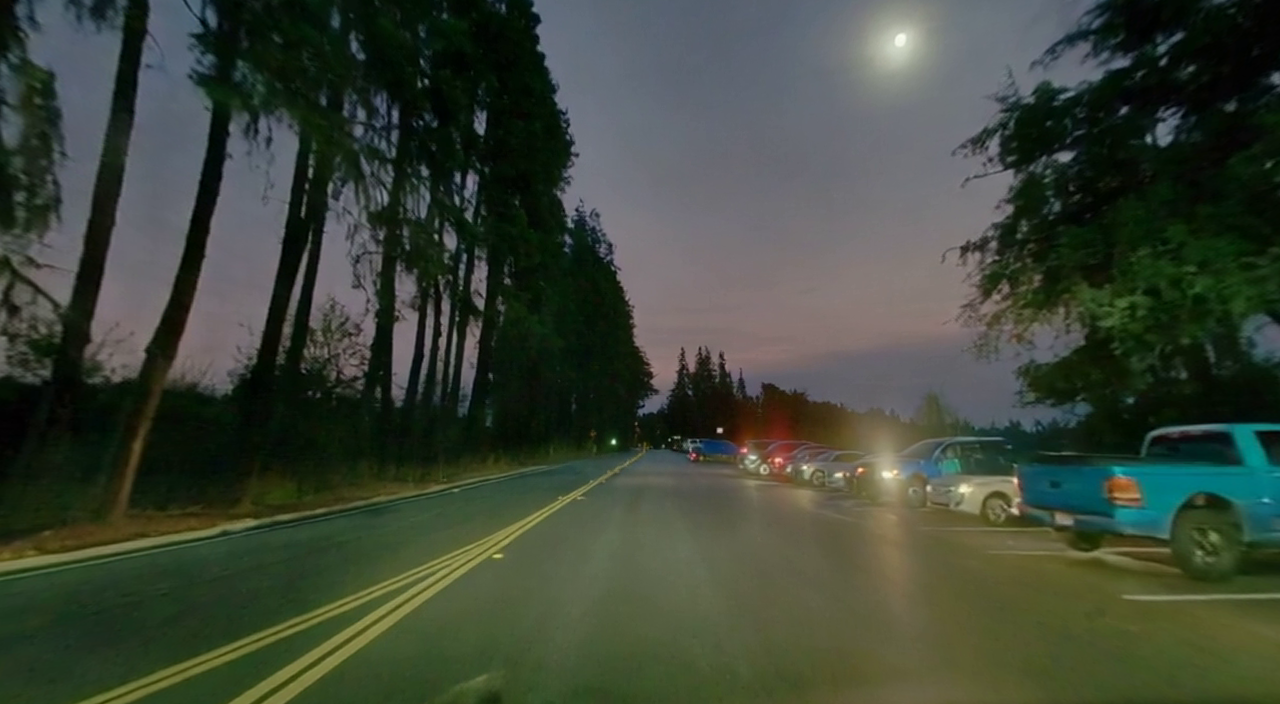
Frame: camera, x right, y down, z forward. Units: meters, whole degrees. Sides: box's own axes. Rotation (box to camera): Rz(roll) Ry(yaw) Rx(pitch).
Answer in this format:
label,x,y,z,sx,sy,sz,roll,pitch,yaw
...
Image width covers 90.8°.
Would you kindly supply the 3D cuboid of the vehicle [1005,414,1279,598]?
label,x,y,z,sx,sy,sz,roll,pitch,yaw
vehicle,7.601,1.706,7.569,5.072,1.802,2.236,0,-8,-3
